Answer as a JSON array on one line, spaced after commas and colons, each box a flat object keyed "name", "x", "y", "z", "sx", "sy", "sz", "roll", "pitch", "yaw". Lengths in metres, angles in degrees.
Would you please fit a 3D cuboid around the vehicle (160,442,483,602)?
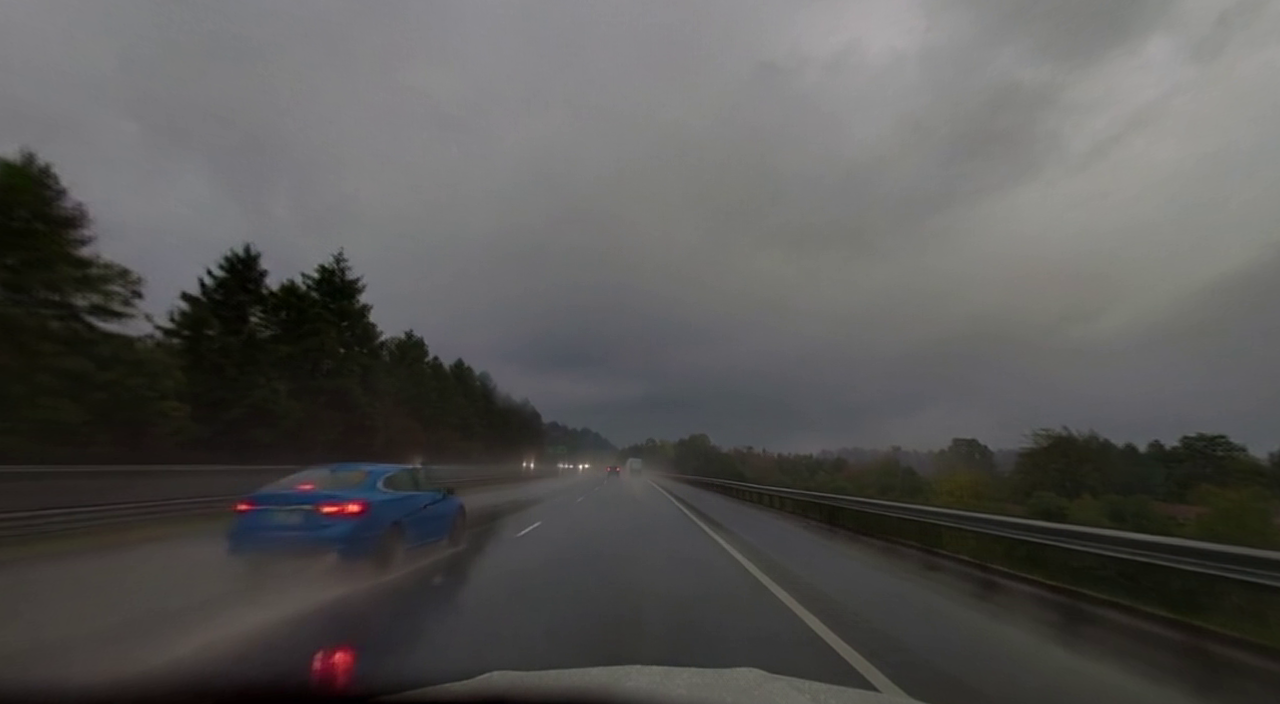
[{"name": "vehicle", "x": -3.500, "y": 1.969, "z": 7.914, "sx": 2.040, "sy": 1.465, "sz": 3.744, "roll": 1, "pitch": -11, "yaw": 0}]
